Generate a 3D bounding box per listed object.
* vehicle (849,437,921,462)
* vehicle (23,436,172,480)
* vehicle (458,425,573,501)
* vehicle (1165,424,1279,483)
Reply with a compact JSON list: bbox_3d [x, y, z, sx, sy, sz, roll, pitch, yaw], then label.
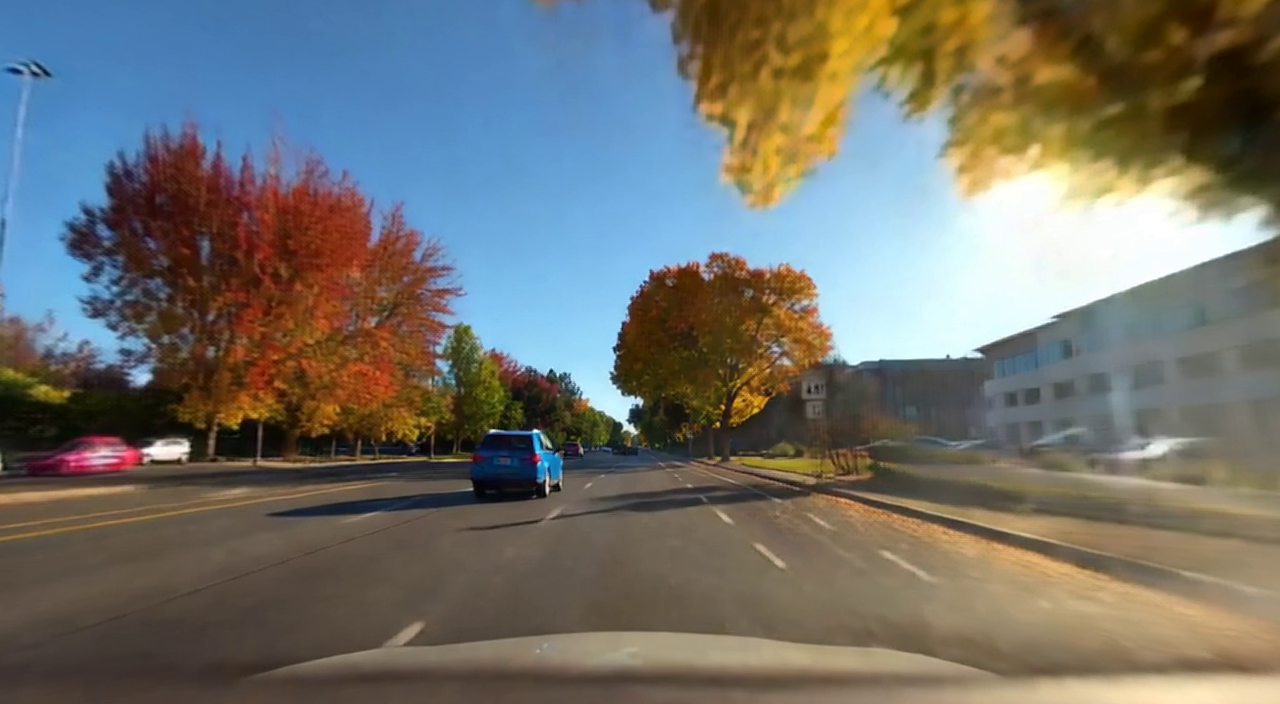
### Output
[{"bbox_3d":[18.176,7.254,46.767,4.475,1.668,1.983,-1,-8,-3],"label":"vehicle"},{"bbox_3d":[-25.409,4.976,29.886,2.142,1.895,5.528,0,-8,0],"label":"vehicle"},{"bbox_3d":[-3.204,2.982,17.303,2.112,1.779,4.489,0,-8,2],"label":"vehicle"},{"bbox_3d":[18.107,2.904,18.020,4.360,1.552,2.071,1,-9,-4],"label":"vehicle"}]
